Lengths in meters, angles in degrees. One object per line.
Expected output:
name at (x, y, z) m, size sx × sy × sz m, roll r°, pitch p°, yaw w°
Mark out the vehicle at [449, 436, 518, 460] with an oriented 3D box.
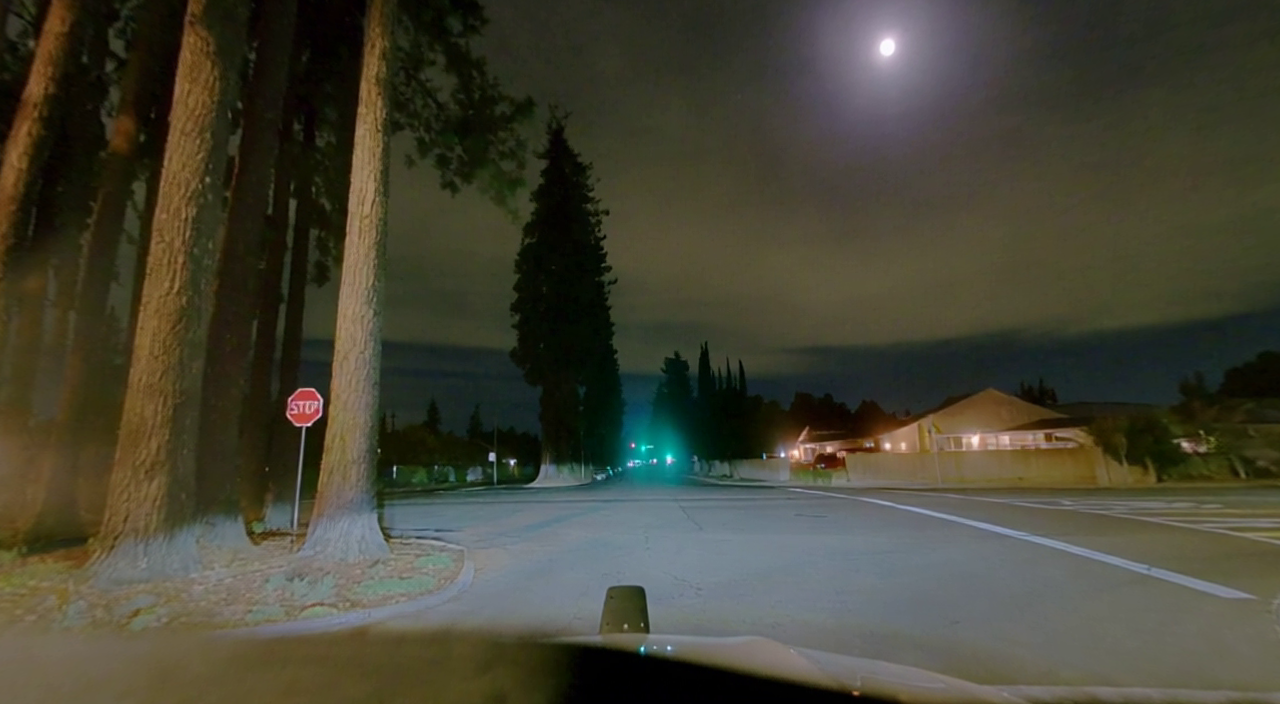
vehicle at (-11.670, 7.194, 47.251) m, size 4.622 × 1.782 × 1.836 m, roll 0°, pitch -8°, yaw 1°
